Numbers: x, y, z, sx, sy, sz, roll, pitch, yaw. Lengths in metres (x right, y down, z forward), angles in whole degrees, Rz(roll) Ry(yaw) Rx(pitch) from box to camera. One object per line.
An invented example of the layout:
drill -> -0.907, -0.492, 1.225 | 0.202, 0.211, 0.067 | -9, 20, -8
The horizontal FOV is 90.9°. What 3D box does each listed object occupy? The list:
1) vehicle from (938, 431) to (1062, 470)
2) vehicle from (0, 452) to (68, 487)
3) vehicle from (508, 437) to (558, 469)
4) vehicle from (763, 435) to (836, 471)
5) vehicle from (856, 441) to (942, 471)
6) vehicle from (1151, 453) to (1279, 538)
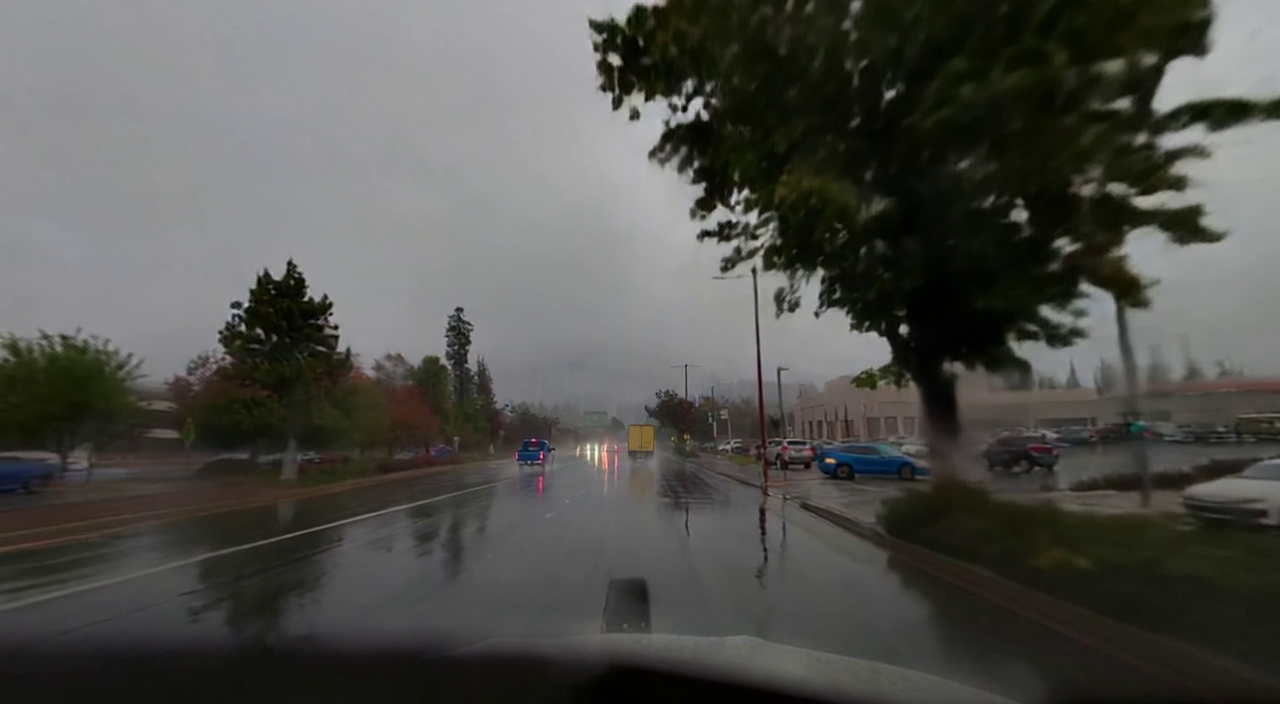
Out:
vehicle -> 18.638, 5.149, 33.095 | 2.211, 1.880, 5.847 | 2, -9, -12
vehicle -> -34.146, 6.318, 33.951 | 4.555, 1.761, 2.039 | 0, -8, 0
vehicle -> -6.755, 6.463, 40.410 | 2.149, 1.893, 5.187 | 0, -9, 1
vehicle -> 8.296, 5.304, 33.368 | 2.057, 1.750, 4.679 | 1, -9, -8
vehicle -> 13.543, 5.449, 33.287 | 1.944, 1.476, 4.483 | 2, -9, -12
vehicle -> 13.286, 2.858, 12.877 | 3.967, 1.552, 1.914 | 0, -9, -1
